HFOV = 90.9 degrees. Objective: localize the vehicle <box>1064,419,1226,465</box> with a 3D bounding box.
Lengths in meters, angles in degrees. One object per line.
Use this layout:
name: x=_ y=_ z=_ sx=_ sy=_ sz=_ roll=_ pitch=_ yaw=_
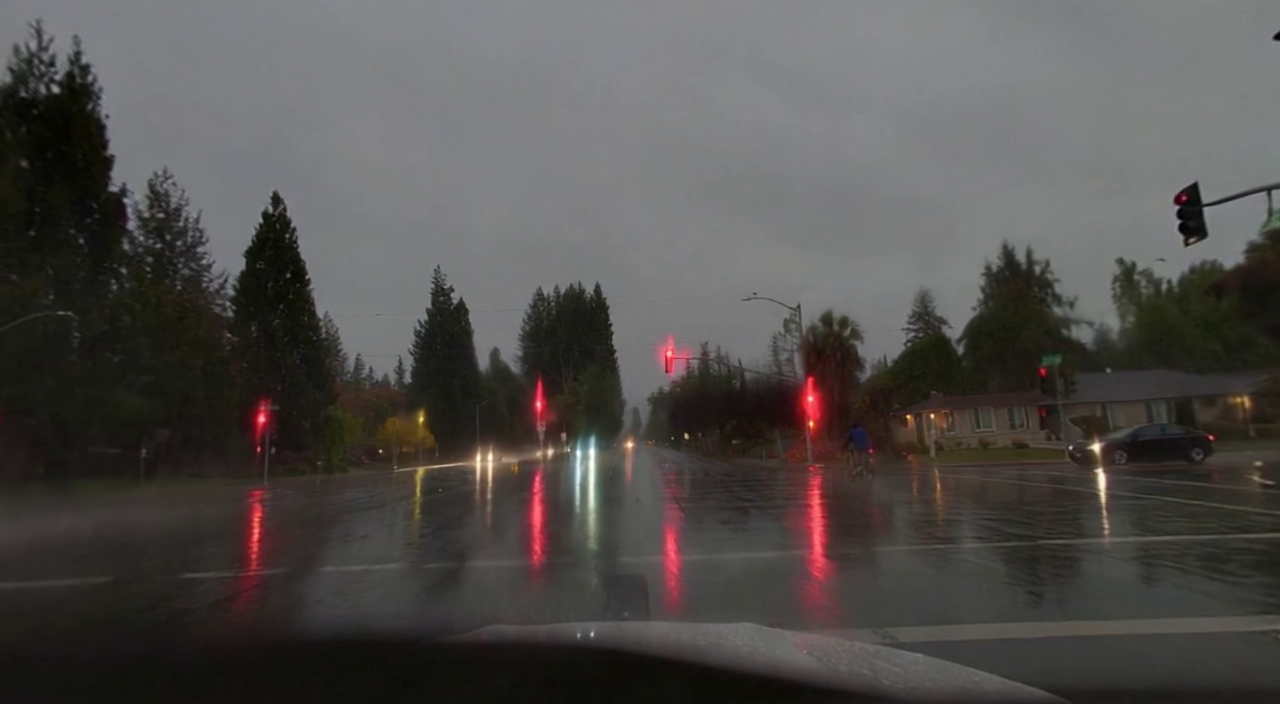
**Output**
vehicle: x=17.310 y=3.107 z=21.762 sx=3.969 sy=1.493 sz=1.823 roll=0 pitch=-9 yaw=1
